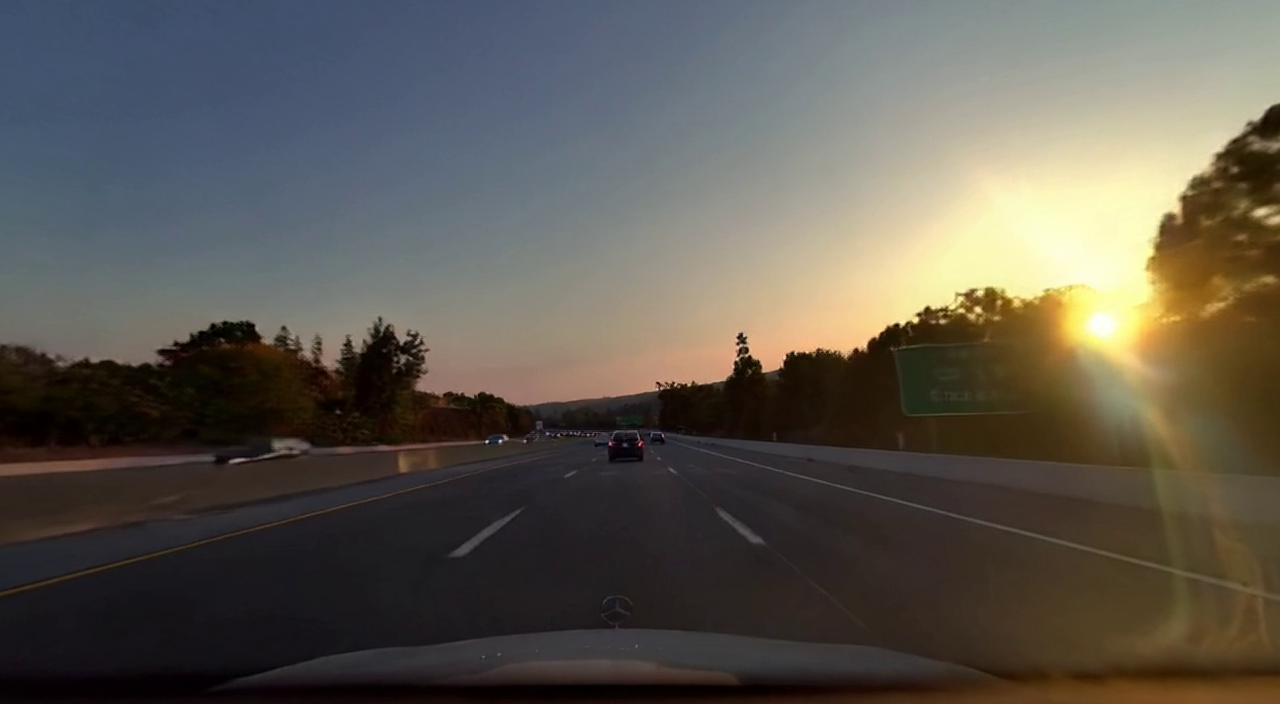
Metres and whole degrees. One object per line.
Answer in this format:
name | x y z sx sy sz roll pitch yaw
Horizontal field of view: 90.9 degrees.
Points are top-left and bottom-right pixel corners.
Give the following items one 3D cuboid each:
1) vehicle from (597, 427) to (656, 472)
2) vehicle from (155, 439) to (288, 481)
vehicle | -0.509 3.732 24.454 2.094 1.600 3.666 0 -8 -1
vehicle | -16.751 4.303 25.631 2.081 1.522 4.969 0 -8 -1
